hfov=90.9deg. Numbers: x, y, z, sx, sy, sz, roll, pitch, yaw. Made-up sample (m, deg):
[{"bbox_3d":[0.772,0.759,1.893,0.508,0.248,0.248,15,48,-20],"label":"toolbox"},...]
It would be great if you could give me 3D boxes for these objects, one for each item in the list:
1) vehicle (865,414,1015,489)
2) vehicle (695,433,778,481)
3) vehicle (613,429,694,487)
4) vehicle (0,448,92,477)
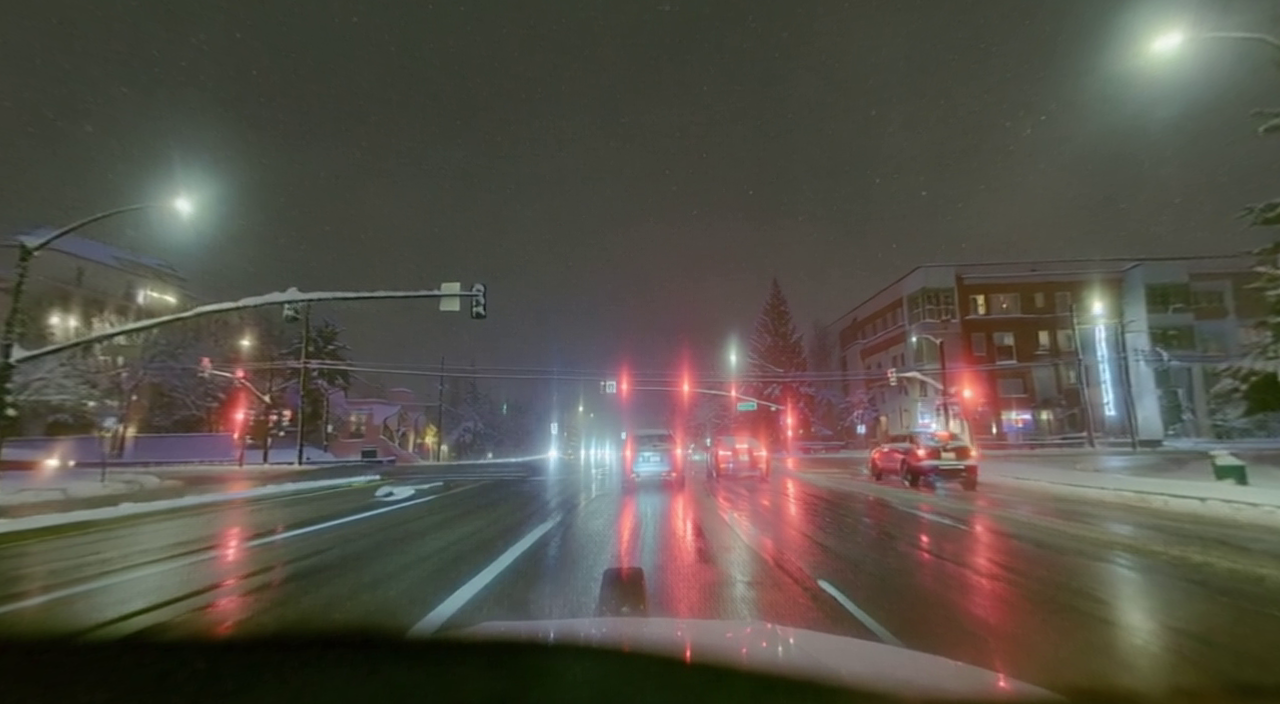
[{"bbox_3d":[8.563,2.881,18.621,2.132,1.892,4.851,-1,-8,2],"label":"vehicle"},{"bbox_3d":[3.070,3.450,20.979,1.994,1.436,4.169,0,-8,-2],"label":"vehicle"},{"bbox_3d":[0.332,3.109,18.826,2.099,1.516,4.681,0,-8,0],"label":"vehicle"},{"bbox_3d":[-31.829,5.721,32.834,4.448,1.422,1.890,2,-9,-13],"label":"vehicle"}]
